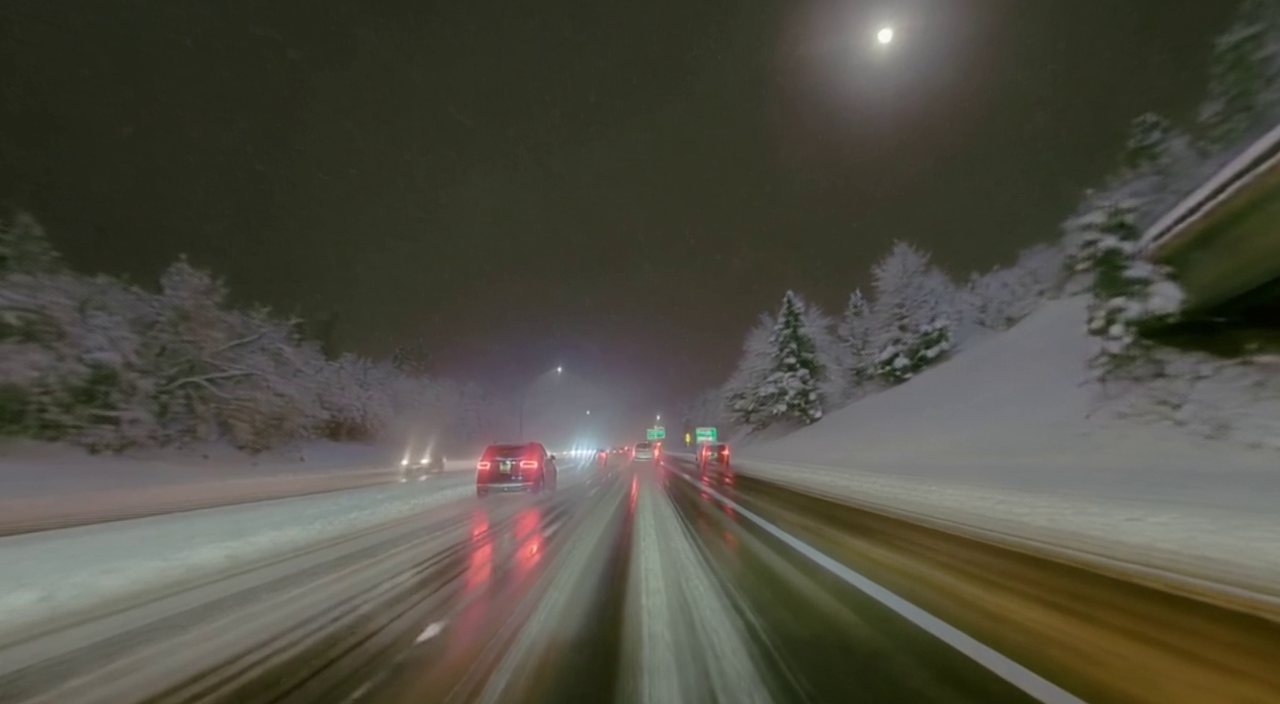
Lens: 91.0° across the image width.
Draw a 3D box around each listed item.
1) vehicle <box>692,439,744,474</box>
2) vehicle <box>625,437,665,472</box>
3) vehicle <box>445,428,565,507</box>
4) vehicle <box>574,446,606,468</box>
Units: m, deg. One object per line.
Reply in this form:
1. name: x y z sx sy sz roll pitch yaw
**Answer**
1. vehicle: 4.222 5.771 34.889 2.231 1.807 4.588 0 -9 -1
2. vehicle: 0.262 5.954 36.663 2.155 1.909 4.529 0 -9 0
3. vehicle: -3.295 2.945 16.424 2.089 1.751 4.515 0 -9 0
4. vehicle: -3.559 7.572 45.517 1.994 1.475 4.171 0 -9 0
